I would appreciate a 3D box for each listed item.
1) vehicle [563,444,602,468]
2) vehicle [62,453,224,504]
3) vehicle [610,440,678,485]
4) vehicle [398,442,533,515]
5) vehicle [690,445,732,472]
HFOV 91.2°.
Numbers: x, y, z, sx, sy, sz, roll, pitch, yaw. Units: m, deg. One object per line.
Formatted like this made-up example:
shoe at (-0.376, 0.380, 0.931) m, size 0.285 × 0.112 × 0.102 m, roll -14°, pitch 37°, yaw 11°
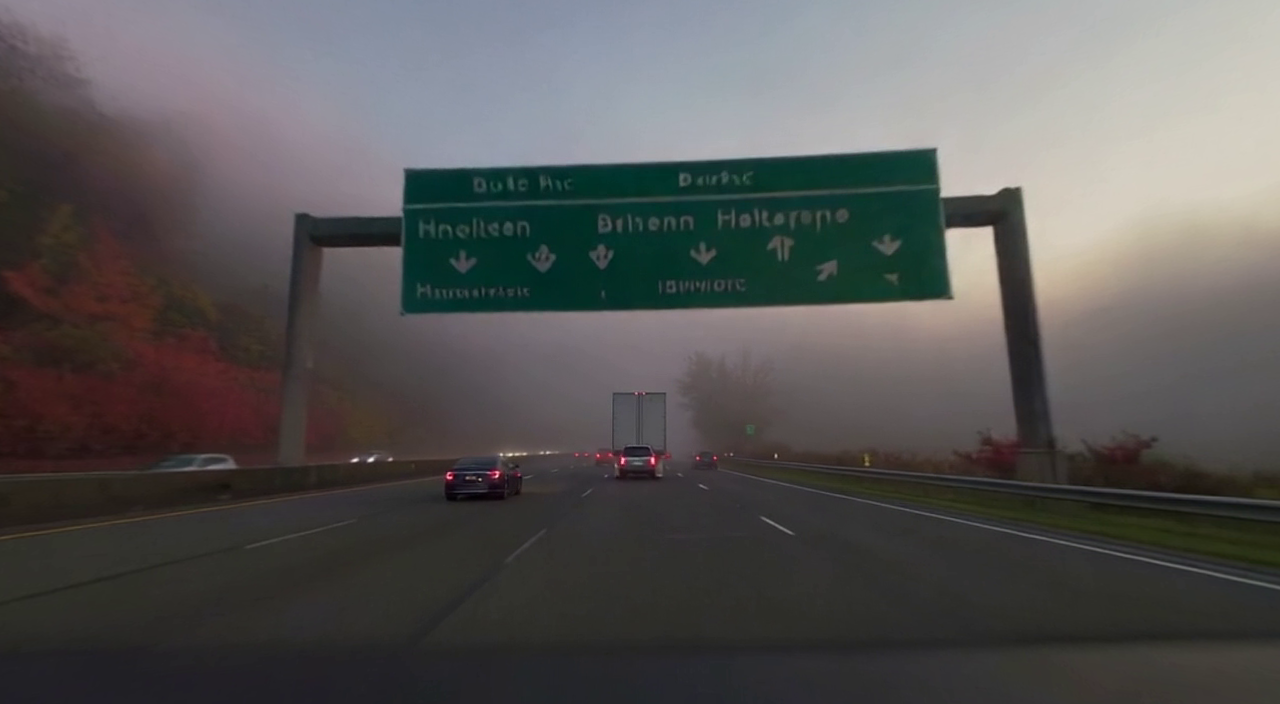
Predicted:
vehicle at (-4.260, 7.834, 47.287) m, size 2.545 × 1.679 × 4.267 m, roll 0°, pitch -9°, yaw 0°
vehicle at (-17.966, 4.555, 23.044) m, size 2.003 × 1.593 × 4.777 m, roll 0°, pitch -9°, yaw 0°
vehicle at (0.146, 4.584, 26.289) m, size 2.634 × 1.679 × 4.070 m, roll 0°, pitch -9°, yaw -1°
vehicle at (-3.943, 2.932, 14.977) m, size 2.017 × 1.469 × 4.113 m, roll 0°, pitch -9°, yaw 0°
vehicle at (4.314, 6.579, 38.825) m, size 2.035 × 1.571 × 4.413 m, roll 0°, pitch -9°, yaw 0°
